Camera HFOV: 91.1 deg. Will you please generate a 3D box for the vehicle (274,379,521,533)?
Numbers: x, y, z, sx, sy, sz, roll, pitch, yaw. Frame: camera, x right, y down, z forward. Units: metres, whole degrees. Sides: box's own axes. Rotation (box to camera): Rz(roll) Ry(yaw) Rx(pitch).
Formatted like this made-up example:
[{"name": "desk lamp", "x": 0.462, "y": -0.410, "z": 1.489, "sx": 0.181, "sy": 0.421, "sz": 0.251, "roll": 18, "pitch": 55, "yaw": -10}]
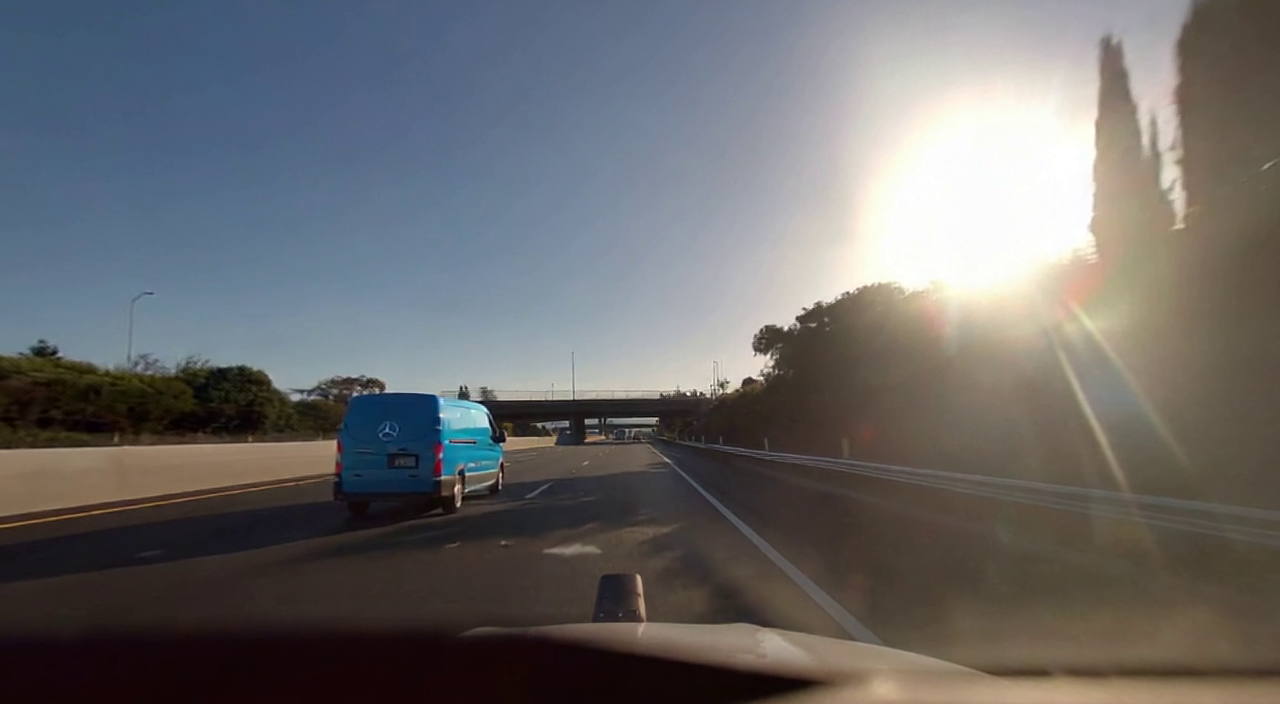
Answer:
[{"name": "vehicle", "x": -3.712, "y": 1.714, "z": 10.915, "sx": 2.309, "sy": 2.053, "sz": 4.884, "roll": 0, "pitch": -8, "yaw": 0}]
